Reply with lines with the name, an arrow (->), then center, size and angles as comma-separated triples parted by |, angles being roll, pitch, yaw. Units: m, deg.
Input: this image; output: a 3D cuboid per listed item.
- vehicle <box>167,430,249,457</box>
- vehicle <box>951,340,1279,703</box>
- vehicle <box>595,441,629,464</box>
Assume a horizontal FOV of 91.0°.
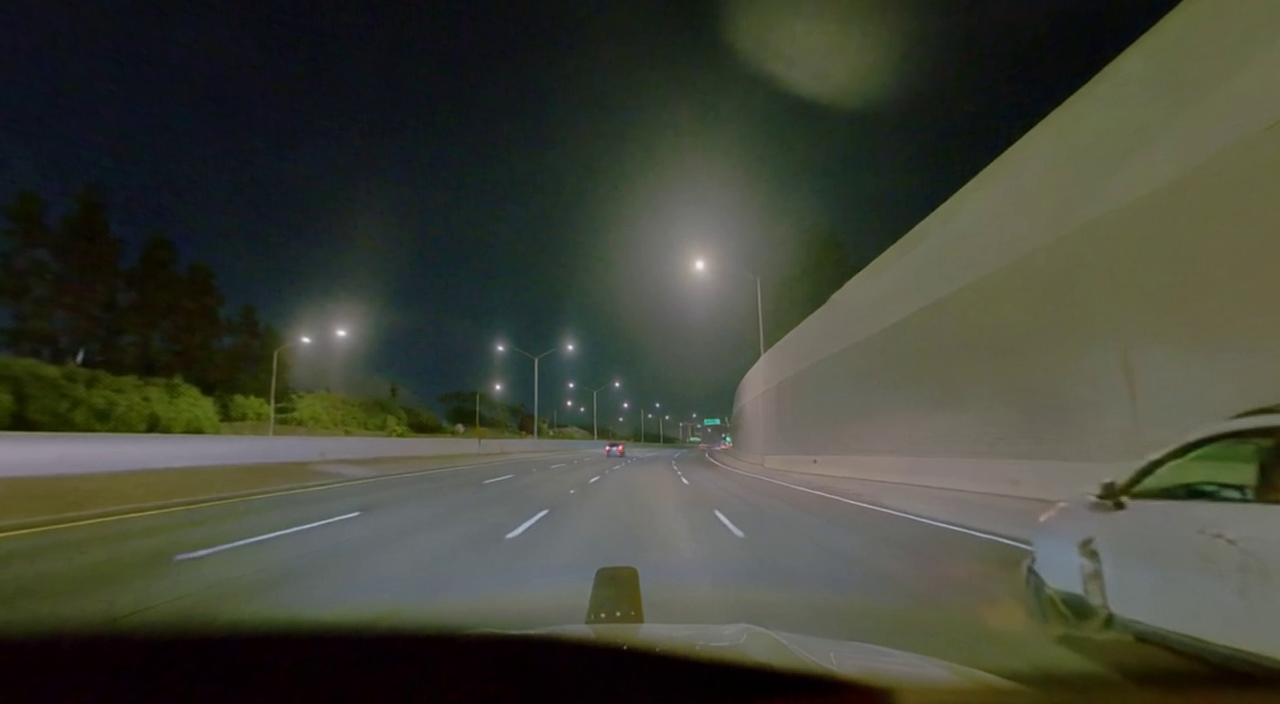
vehicle -> -25.733, 5.478, 37.701 | 1.793, 1.480, 4.260 | 0, -8, 2
vehicle -> 3.468, 0.857, 2.642 | 2.090, 1.715, 4.228 | 0, -8, -1
vehicle -> -1.999, 7.364, 46.388 | 2.088, 1.565, 4.410 | -1, -8, 3
